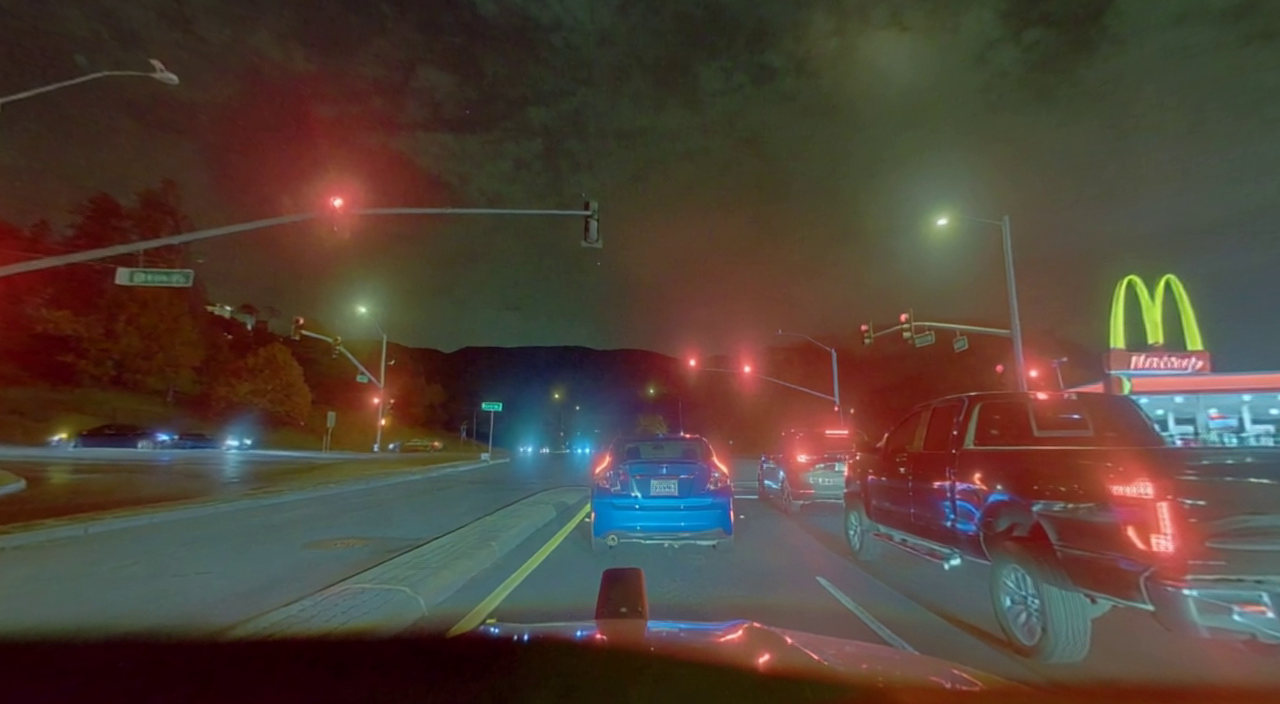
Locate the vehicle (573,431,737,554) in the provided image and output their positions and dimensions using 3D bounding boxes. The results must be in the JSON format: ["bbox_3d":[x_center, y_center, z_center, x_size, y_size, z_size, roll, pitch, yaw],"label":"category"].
[{"bbox_3d":[0.191,2.028,9.784,2.027,1.494,3.824,0,-8,0],"label":"vehicle"}]

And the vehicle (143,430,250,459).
[{"bbox_3d":[-23.233,4.869,33.160,4.326,1.420,1.798,-1,-8,4],"label":"vehicle"}]

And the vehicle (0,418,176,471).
[{"bbox_3d":[-19.221,3.200,21.819,4.742,1.720,2.107,-1,-8,6],"label":"vehicle"}]

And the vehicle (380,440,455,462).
[{"bbox_3d":[-15.760,6.980,44.766,4.528,1.460,1.963,7,-11,-40],"label":"vehicle"}]

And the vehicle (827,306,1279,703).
[{"bbox_3d":[3.536,1.150,4.918,2.277,1.871,6.143,0,-8,0],"label":"vehicle"}]
